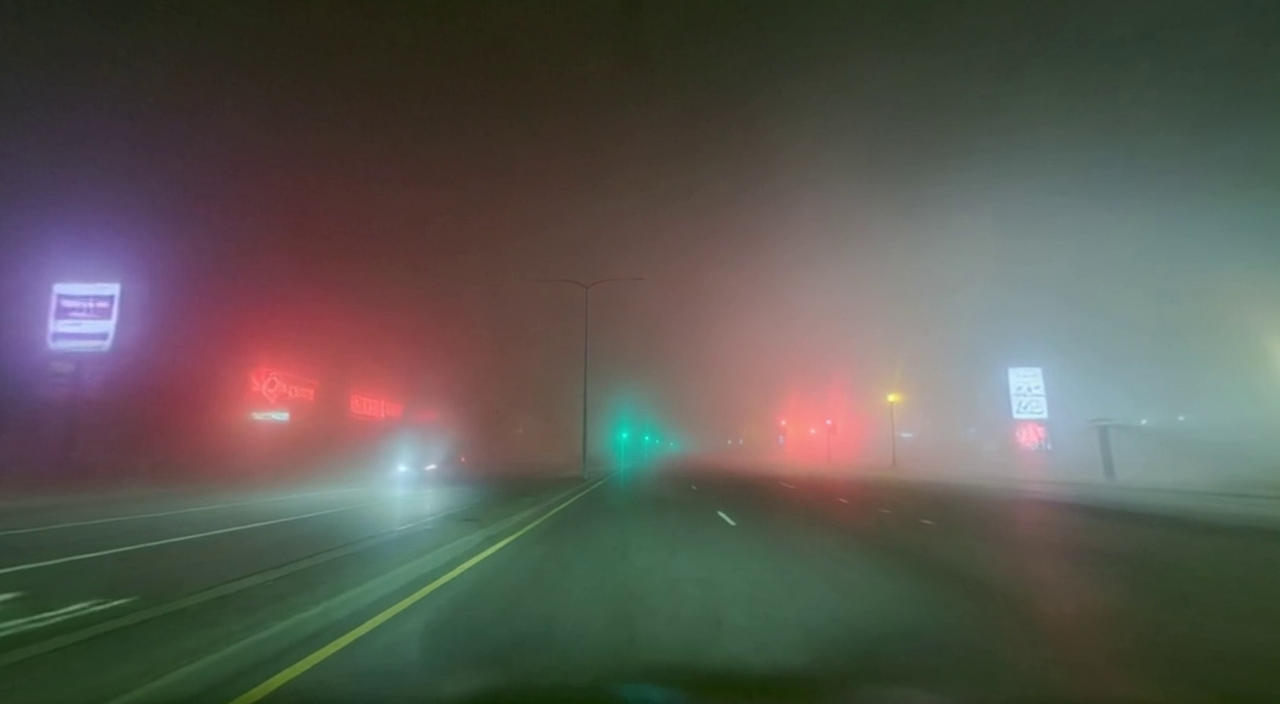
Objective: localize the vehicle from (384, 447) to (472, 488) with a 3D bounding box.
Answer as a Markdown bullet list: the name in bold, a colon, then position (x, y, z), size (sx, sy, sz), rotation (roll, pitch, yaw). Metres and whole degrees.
- **vehicle**: position (-8.349, 4.551, 25.209), size (1.866, 1.463, 4.378), rotation (0, -8, 2)
